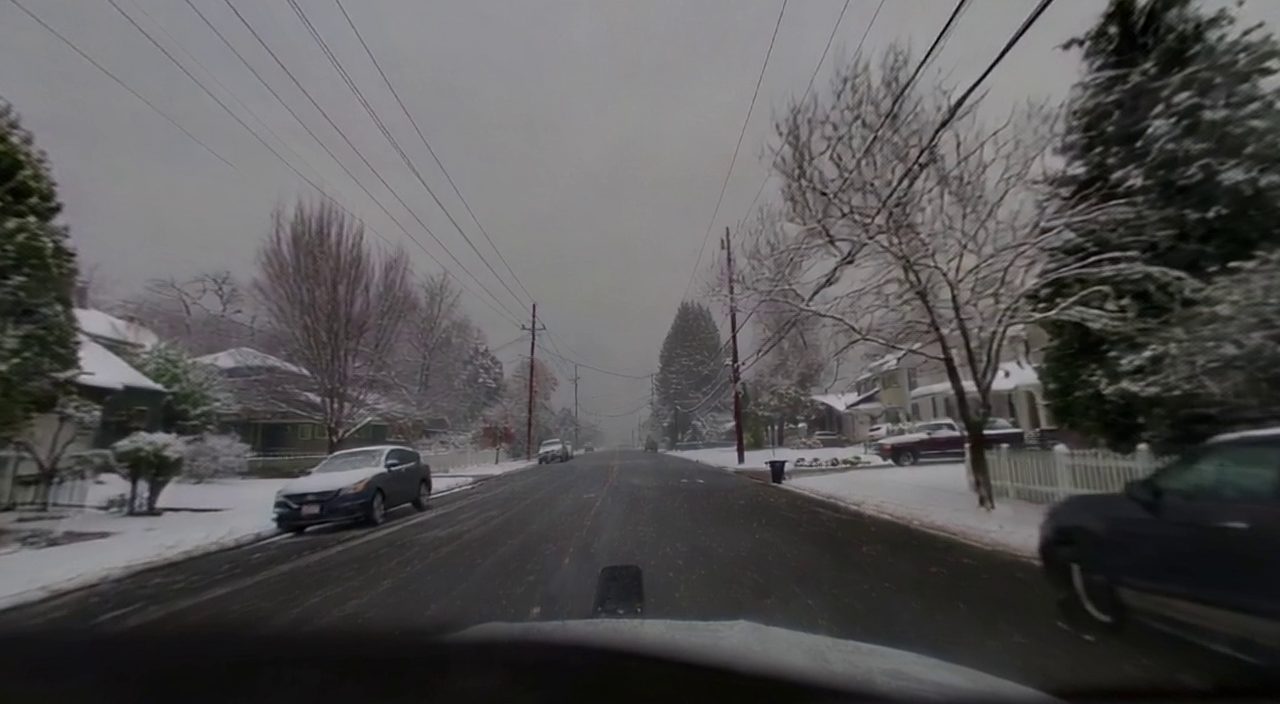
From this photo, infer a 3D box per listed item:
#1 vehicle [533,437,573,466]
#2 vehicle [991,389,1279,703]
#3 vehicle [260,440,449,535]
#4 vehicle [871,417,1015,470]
[{"bbox_3d":[-6.471,7.450,47.519,2.240,1.940,5.429,-2,-9,-1],"label":"vehicle"},{"bbox_3d":[4.045,1.004,3.276,2.020,1.558,3.925,1,-8,-3],"label":"vehicle"},{"bbox_3d":[-6.034,2.857,14.214,1.954,1.551,5.128,-3,-7,-1],"label":"vehicle"},{"bbox_3d":[11.077,3.432,23.444,4.293,1.657,1.961,-4,-10,9],"label":"vehicle"}]
